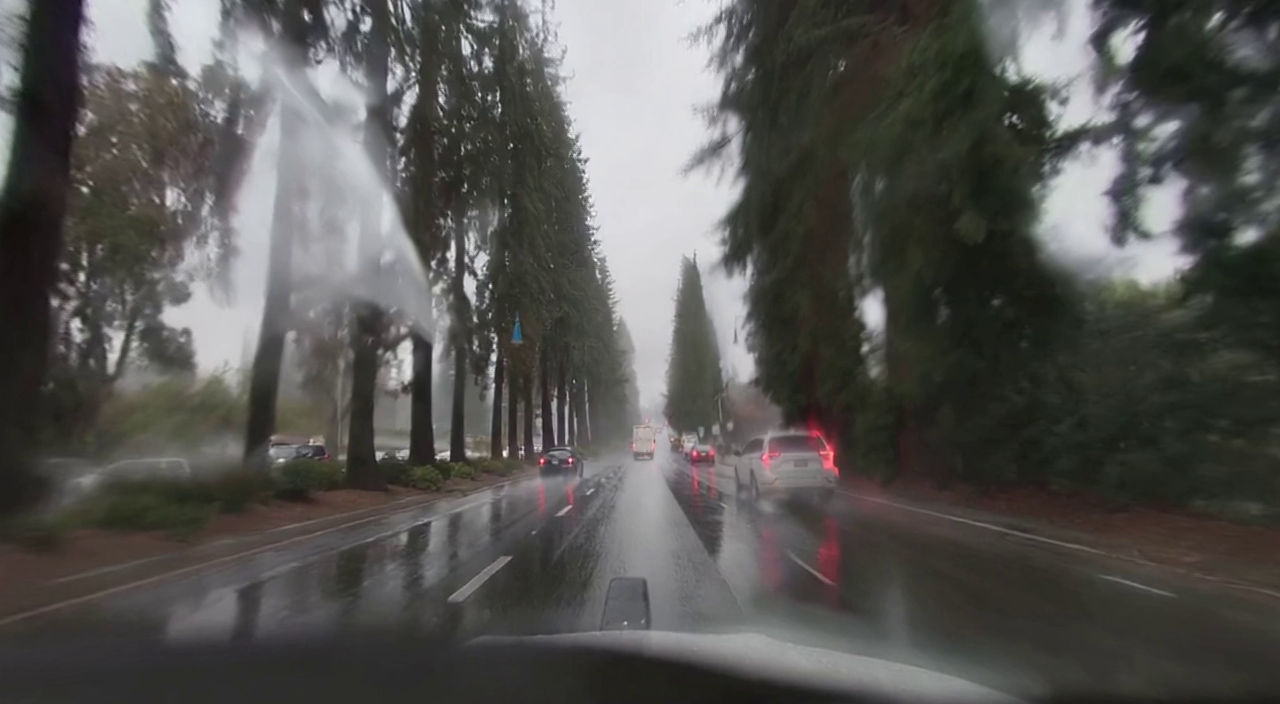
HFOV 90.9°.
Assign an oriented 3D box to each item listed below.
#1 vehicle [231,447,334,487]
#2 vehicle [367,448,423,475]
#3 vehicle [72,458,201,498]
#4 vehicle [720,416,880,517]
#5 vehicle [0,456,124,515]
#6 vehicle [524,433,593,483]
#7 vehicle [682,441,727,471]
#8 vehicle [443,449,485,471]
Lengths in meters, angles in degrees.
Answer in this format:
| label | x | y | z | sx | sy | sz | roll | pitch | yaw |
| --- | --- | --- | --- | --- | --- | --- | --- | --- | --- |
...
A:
| label | x | y | z | sx | sy | sz | roll | pitch | yaw |
| --- | --- | --- | --- | --- | --- | --- | --- | --- | --- |
| vehicle | -17.449 | 5.599 | 31.104 | 2.124 | 1.803 | 4.878 | 0 | -9 | 1 |
| vehicle | -17.432 | 7.805 | 45.152 | 2.059 | 1.780 | 4.641 | 0 | -8 | 1 |
| vehicle | -21.282 | 5.321 | 26.924 | 1.864 | 1.448 | 4.375 | 0 | -8 | 0 |
| vehicle | 3.598 | 2.738 | 15.708 | 2.381 | 2.008 | 5.971 | 0 | -8 | 0 |
| vehicle | -17.731 | 3.714 | 17.811 | 1.969 | 1.476 | 5.021 | 0 | -9 | 1 |
| vehicle | -3.315 | 4.456 | 26.789 | 2.255 | 1.940 | 4.822 | 0 | -8 | 0 |
| vehicle | 3.943 | 6.472 | 39.371 | 2.280 | 1.757 | 4.572 | 0 | -8 | -1 |
| vehicle | -13.472 | 8.291 | 48.573 | 1.887 | 1.513 | 4.442 | 0 | -9 | 1 |
